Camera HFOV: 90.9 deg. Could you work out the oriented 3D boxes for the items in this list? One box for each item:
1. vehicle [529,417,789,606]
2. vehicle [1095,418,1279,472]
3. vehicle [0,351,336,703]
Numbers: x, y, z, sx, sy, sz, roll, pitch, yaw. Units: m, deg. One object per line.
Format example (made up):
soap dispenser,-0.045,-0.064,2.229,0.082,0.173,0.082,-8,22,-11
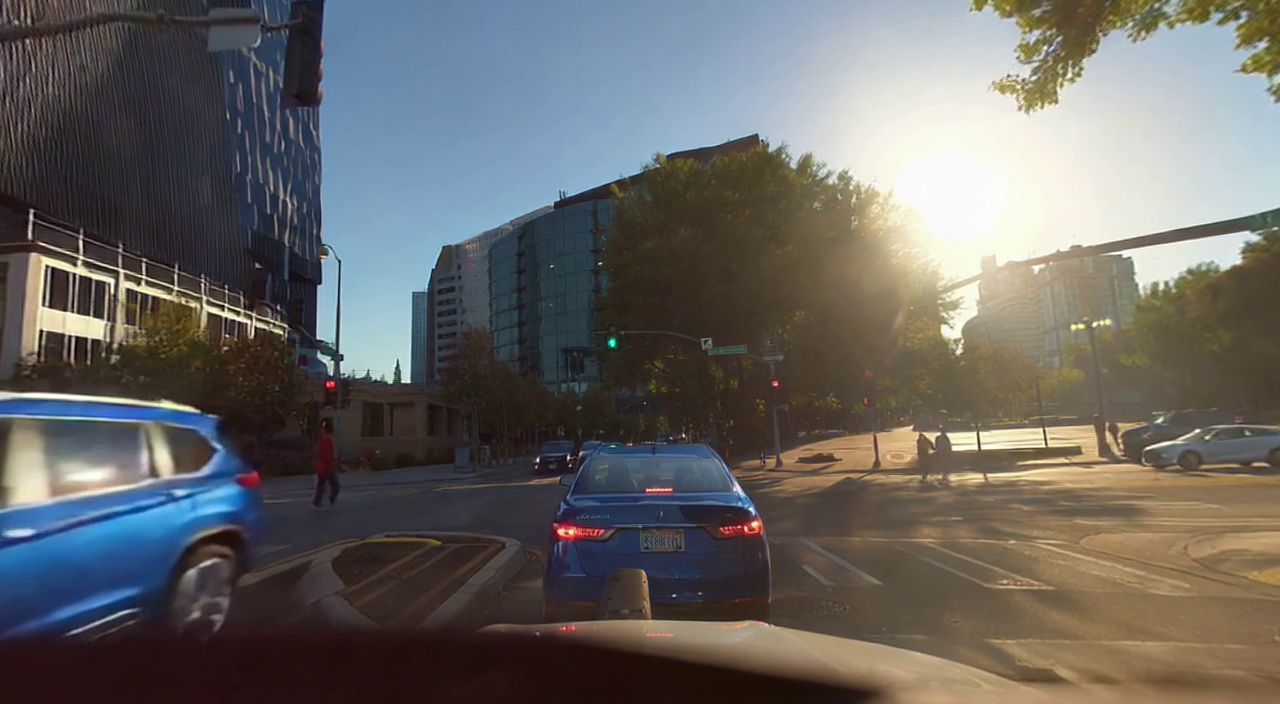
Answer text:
vehicle,-0.138,1.644,7.482,1.893,1.532,4.145,2,-9,-15
vehicle,19.145,3.261,22.213,4.675,1.772,1.945,0,-8,-1
vehicle,-4.448,1.054,3.816,2.317,1.924,5.518,0,-8,2
